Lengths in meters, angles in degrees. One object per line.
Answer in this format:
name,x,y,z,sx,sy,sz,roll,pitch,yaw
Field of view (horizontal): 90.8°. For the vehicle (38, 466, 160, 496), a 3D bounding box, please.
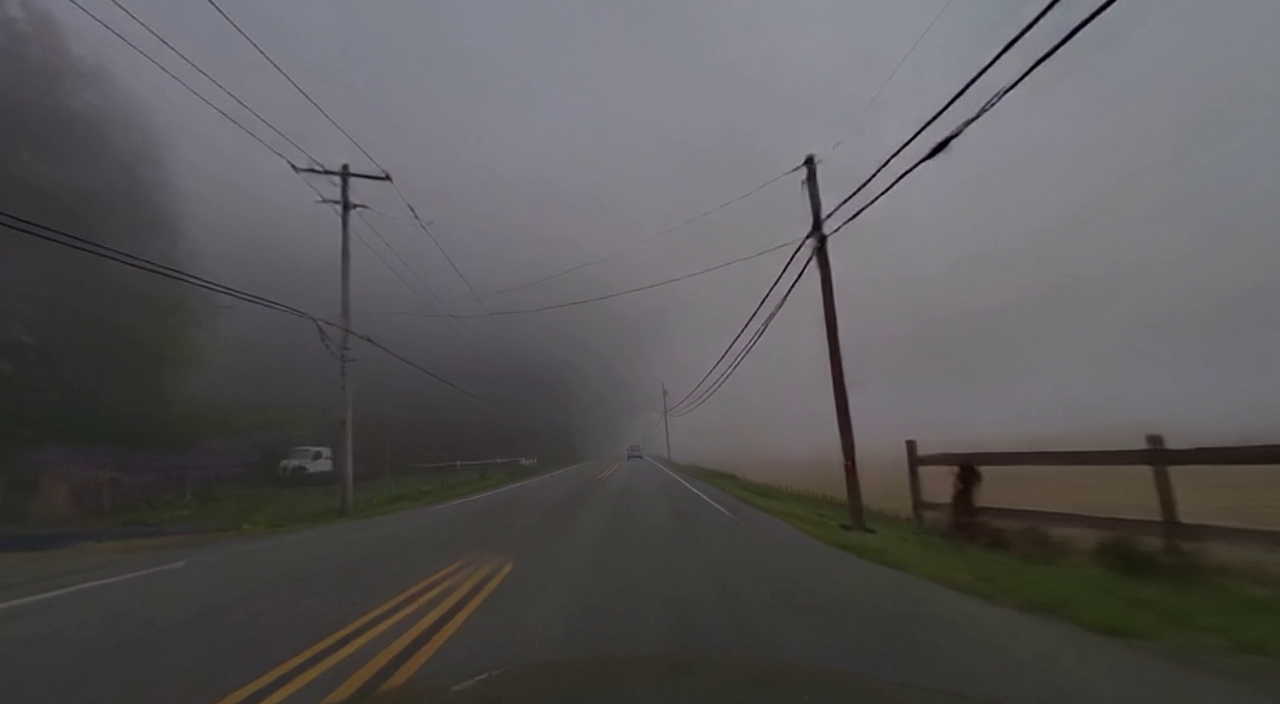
vehicle,-36.902,8.800,43.248,5.978,1.864,2.185,1,-8,-7
